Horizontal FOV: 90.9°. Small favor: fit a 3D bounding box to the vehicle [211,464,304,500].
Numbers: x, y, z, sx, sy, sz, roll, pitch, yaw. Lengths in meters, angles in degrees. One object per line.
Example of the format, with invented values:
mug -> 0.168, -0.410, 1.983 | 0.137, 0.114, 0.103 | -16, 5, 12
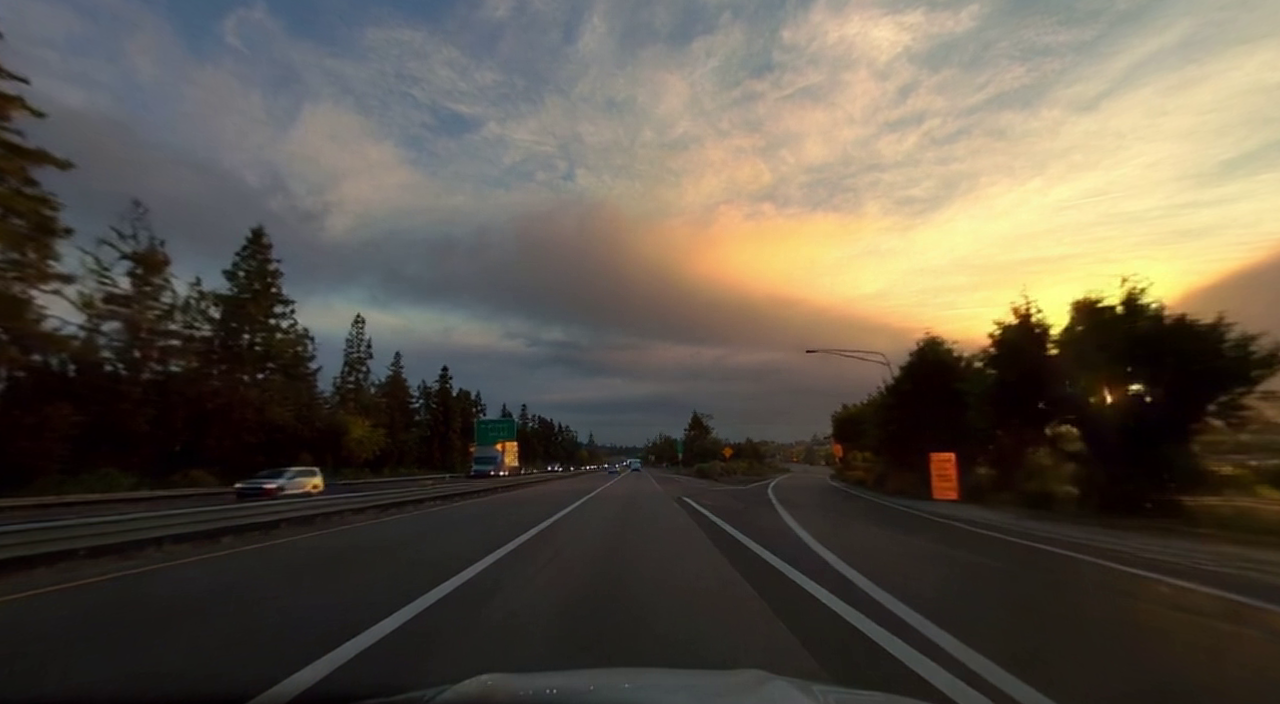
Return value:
vehicle -> -17.038, 5.798, 28.286 | 1.738, 1.435, 3.776 | 1, -10, 1
